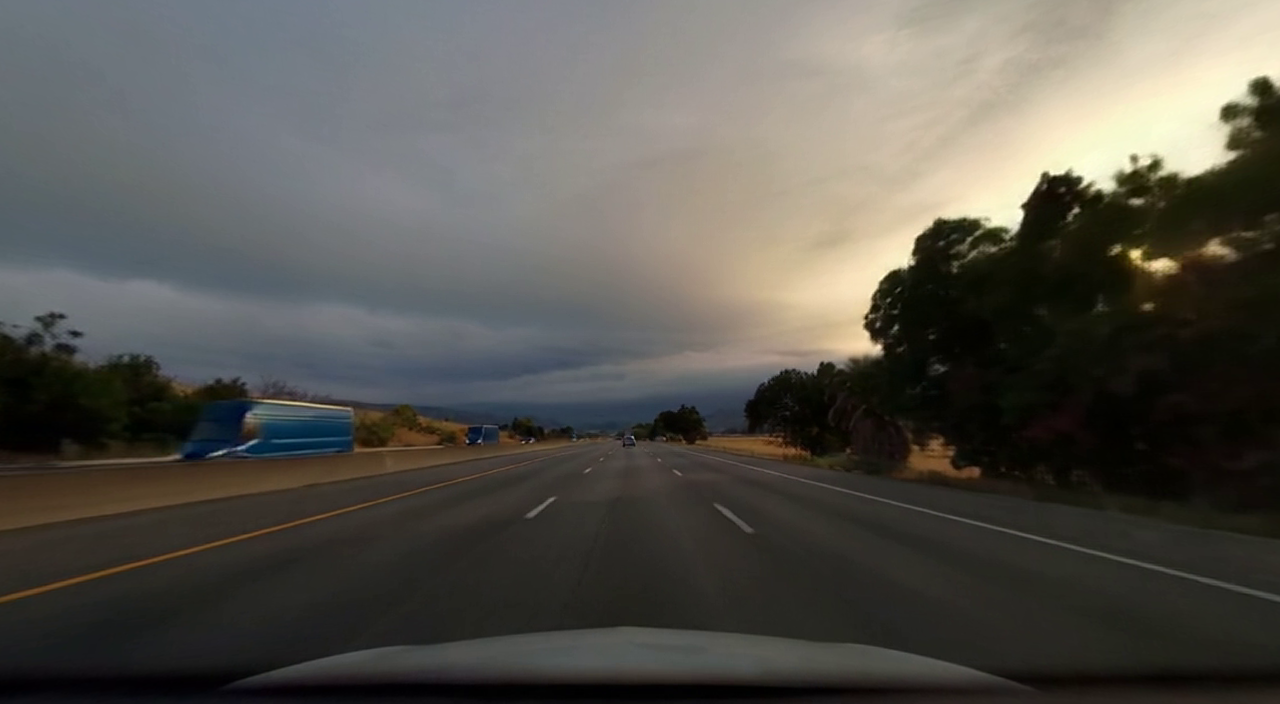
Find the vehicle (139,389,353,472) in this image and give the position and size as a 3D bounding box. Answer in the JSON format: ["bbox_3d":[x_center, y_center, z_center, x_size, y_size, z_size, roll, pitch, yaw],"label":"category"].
[{"bbox_3d":[-23.566,5.049,39.853,3.224,4.158,16.324,0,-8,0],"label":"vehicle"}]
